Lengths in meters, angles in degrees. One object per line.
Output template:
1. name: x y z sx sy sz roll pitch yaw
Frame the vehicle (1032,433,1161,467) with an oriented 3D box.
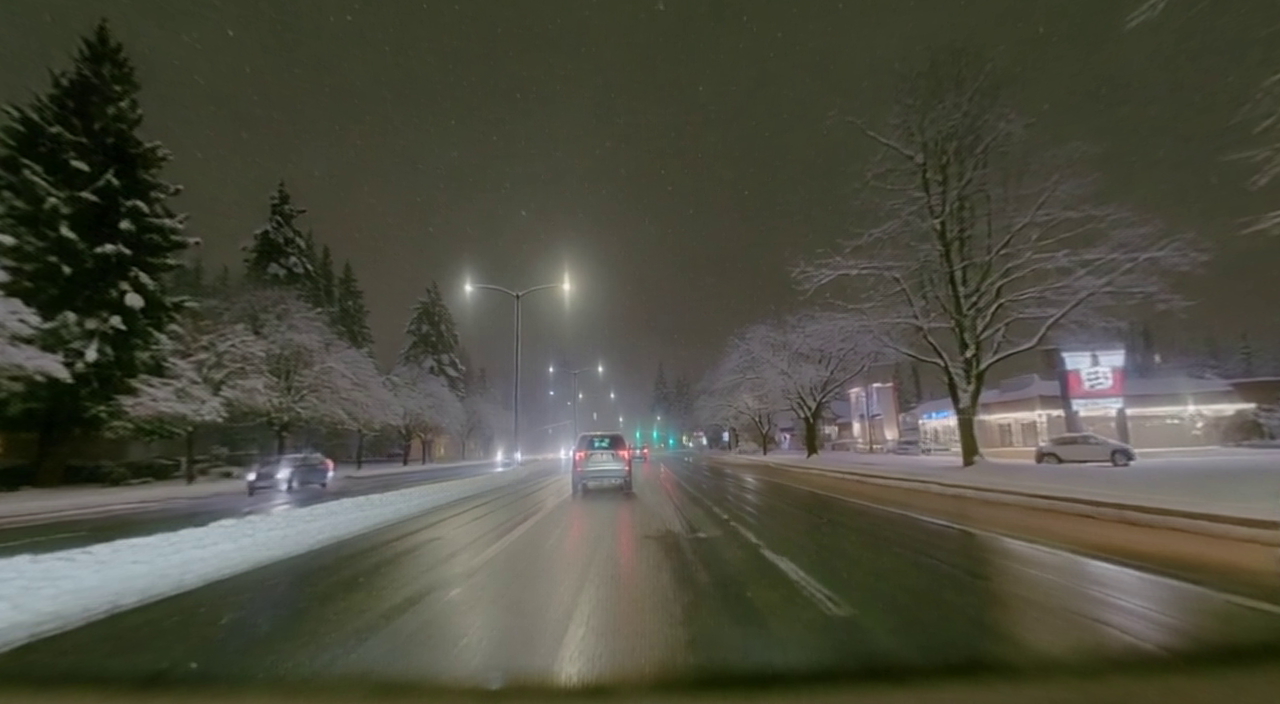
1. vehicle: 20.702 4.468 28.802 4.339 1.456 2.030 0 -8 -2

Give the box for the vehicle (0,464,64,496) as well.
1. vehicle: -29.603 6.021 29.755 3.266 1.362 1.657 0 -8 0

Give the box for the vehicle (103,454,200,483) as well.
1. vehicle: -29.246 6.957 37.889 4.287 1.464 2.016 -3 -8 6

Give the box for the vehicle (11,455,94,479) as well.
1. vehicle: -41.886 8.196 45.106 3.932 1.582 1.808 0 -8 -4

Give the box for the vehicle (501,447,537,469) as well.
1. vehicle: -9.164 8.071 48.228 2.001 1.579 3.930 0 -8 0

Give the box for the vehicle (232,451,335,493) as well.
1. vehicle: -15.547 5.209 27.851 2.022 1.615 4.324 0 -8 0

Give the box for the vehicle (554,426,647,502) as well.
1. vehicle: -1.119 3.138 18.197 2.300 1.870 4.936 0 -8 -3
